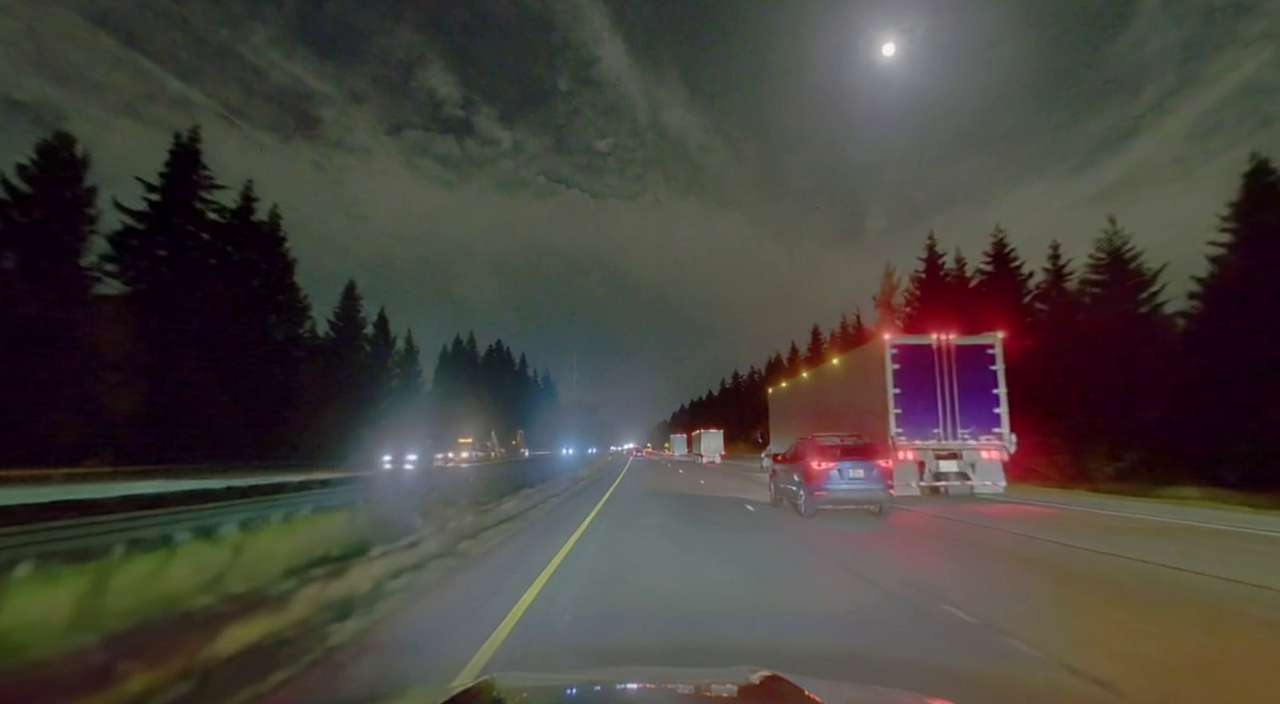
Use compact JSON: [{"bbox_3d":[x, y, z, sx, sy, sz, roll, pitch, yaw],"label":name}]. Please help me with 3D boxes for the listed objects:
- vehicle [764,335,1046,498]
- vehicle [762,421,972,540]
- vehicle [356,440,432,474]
[{"bbox_3d":[8.112,2.852,23.875,3.441,4.016,16.812,0,-9,0],"label":"vehicle"},{"bbox_3d":[3.604,2.138,11.001,2.022,1.658,4.132,0,-9,-1],"label":"vehicle"},{"bbox_3d":[-13.372,5.730,34.629,2.019,1.690,5.126,0,-9,1],"label":"vehicle"}]
